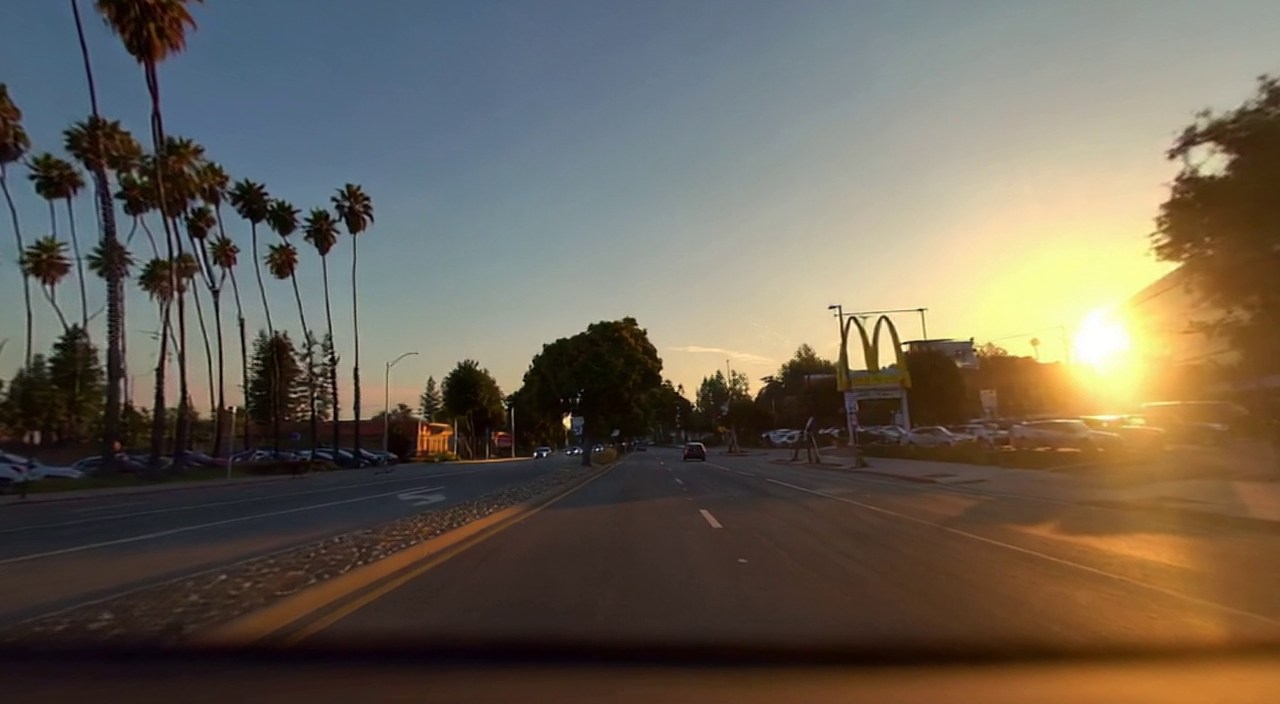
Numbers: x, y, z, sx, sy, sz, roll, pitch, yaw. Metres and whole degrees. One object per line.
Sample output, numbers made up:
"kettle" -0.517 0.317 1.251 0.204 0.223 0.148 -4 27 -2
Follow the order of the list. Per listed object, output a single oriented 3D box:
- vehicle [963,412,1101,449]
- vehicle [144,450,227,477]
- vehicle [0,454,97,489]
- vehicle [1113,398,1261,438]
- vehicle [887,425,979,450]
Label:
"vehicle" 18.852 3.829 30.542 5.123 1.730 2.183 0 -8 3
"vehicle" -28.501 6.965 39.744 2.067 1.563 4.043 0 -8 2
"vehicle" -28.046 5.498 29.224 2.023 1.468 4.153 0 -10 0
"vehicle" 30.714 3.758 35.583 6.052 2.013 2.331 1 -11 1
"vehicle" 18.104 5.322 39.128 4.691 1.545 1.900 -1 -8 4
